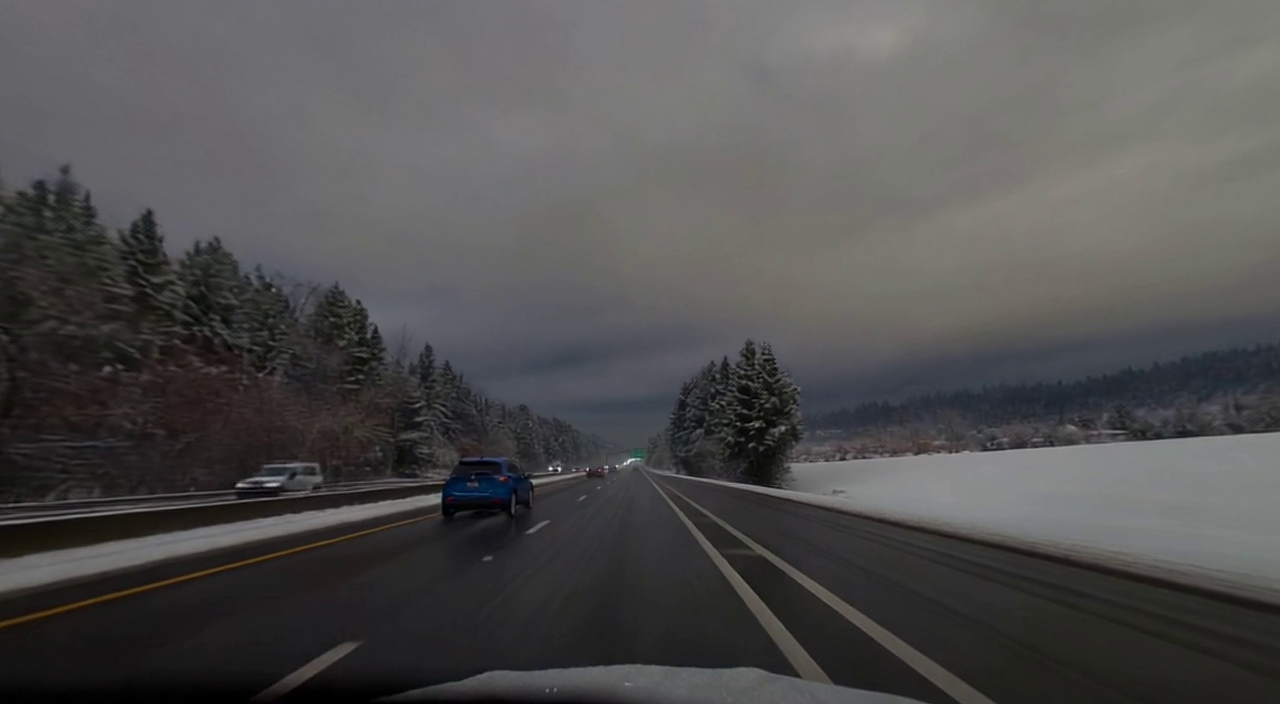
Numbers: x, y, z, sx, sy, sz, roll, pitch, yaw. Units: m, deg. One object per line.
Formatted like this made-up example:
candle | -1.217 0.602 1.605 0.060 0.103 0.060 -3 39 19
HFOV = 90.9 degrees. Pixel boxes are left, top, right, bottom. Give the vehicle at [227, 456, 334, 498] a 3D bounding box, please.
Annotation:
vehicle | -17.537 6.148 31.098 2.082 1.847 5.317 1 -10 0

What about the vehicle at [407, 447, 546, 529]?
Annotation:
vehicle | -3.771 3.271 15.563 2.123 1.666 4.709 1 -10 0
